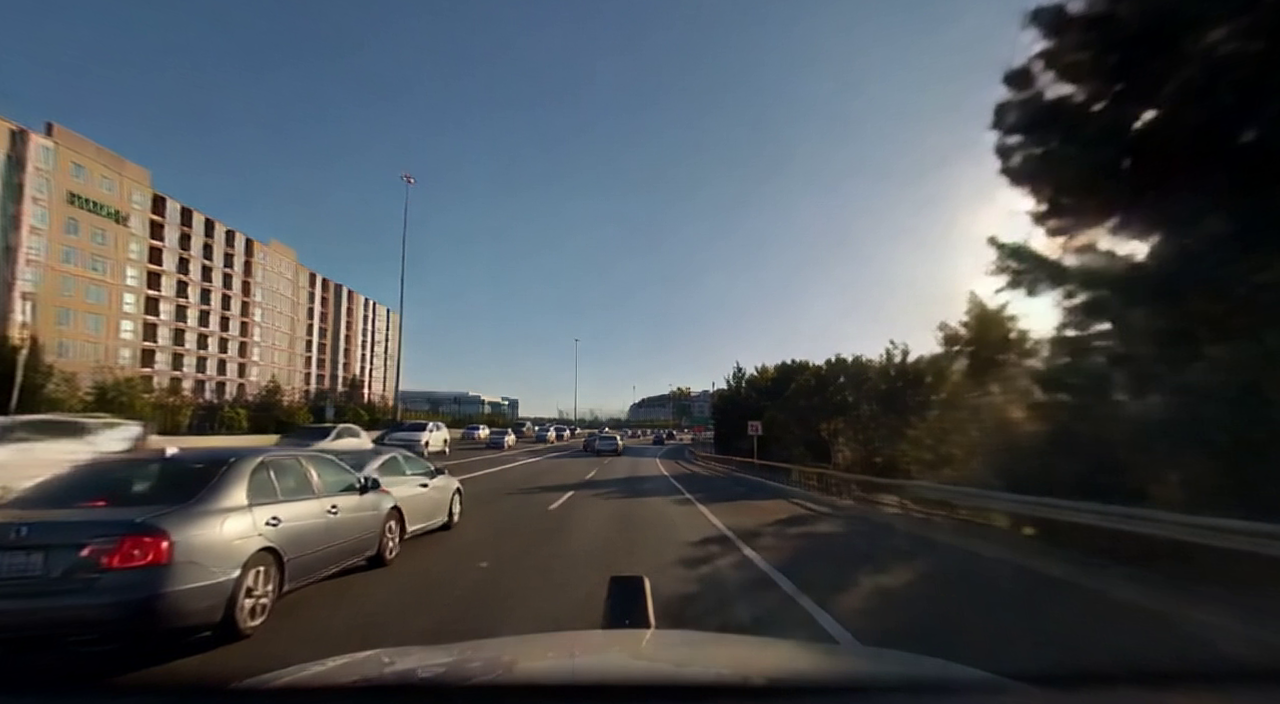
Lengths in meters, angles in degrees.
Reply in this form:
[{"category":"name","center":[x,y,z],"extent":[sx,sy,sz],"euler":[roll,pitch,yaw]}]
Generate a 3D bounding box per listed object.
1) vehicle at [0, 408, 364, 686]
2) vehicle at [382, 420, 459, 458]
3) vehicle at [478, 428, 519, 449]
[{"category":"vehicle","center":[-4.380,1.320,5.284],"extent":[2.035,1.460,4.497],"euler":[-1,-8,1]},{"category":"vehicle","center":[-10.357,4.154,30.117],"extent":[1.926,1.650,4.593],"euler":[-1,-8,2]},{"category":"vehicle","center":[-10.352,6.402,46.435],"extent":[1.893,1.443,4.334],"euler":[-1,-8,2]}]
